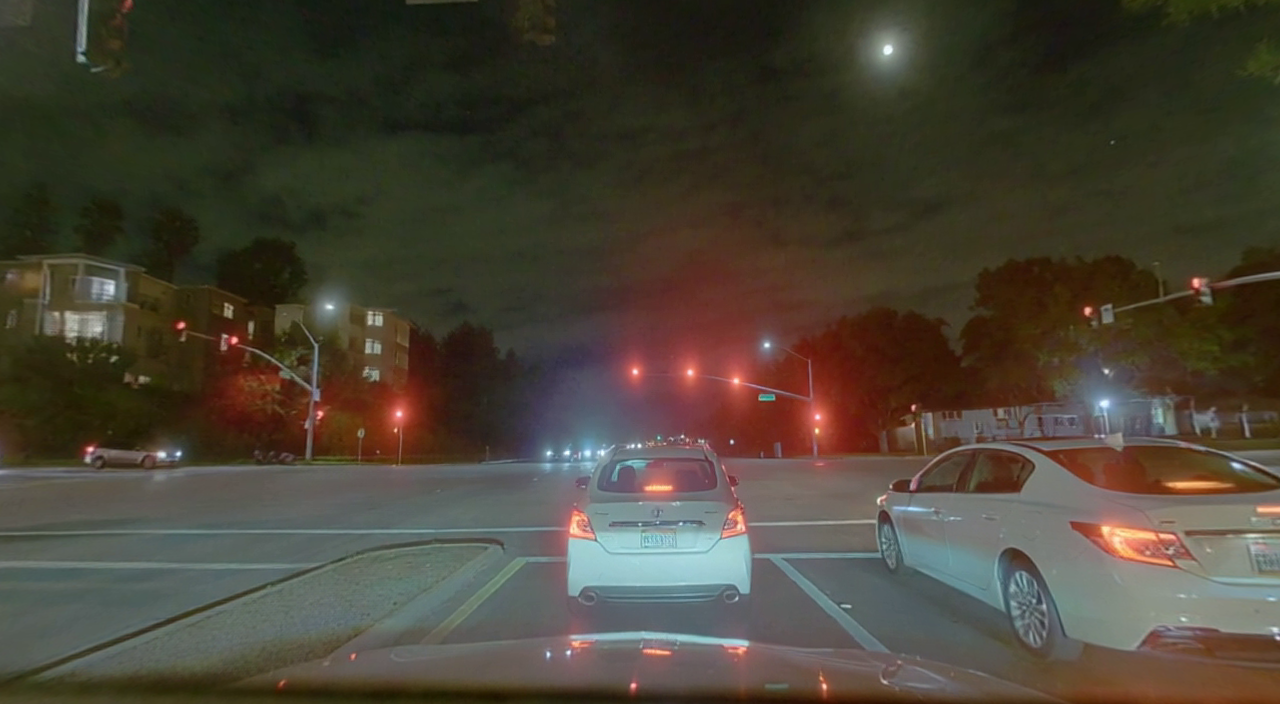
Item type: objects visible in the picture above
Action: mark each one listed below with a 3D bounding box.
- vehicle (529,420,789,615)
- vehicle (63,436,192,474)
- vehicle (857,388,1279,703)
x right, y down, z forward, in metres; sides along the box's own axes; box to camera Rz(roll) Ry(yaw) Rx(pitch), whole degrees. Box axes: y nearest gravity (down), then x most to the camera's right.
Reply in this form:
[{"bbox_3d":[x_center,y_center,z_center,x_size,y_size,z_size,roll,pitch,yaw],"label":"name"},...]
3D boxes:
[{"bbox_3d":[0.104,1.565,6.880,2.017,1.485,3.813,0,-8,-1],"label":"vehicle"},{"bbox_3d":[-24.267,4.869,29.989,4.450,1.684,1.894,0,-8,0],"label":"vehicle"},{"bbox_3d":[3.170,1.123,3.893,1.931,1.493,4.555,0,-8,-1],"label":"vehicle"}]
